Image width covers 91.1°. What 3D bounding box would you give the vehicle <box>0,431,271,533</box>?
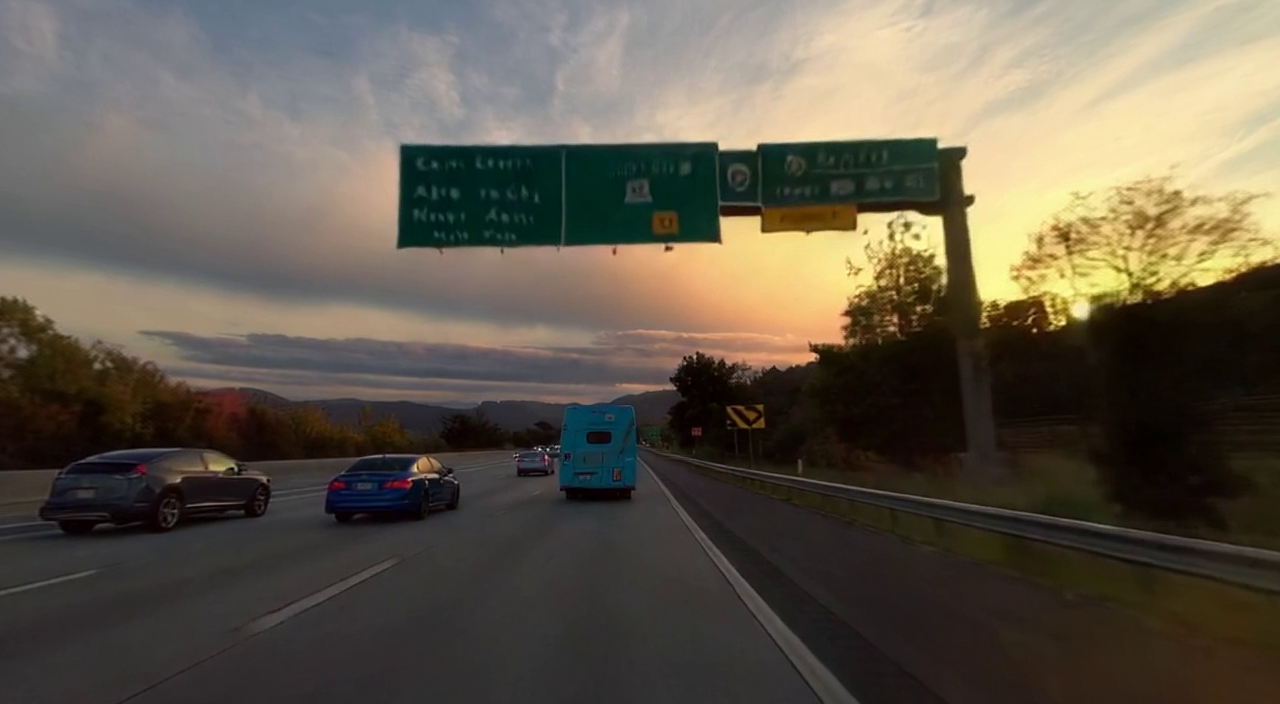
[{"bbox_3d":[-9.558,2.430,12.339,2.010,1.621,4.252,0,-9,0],"label":"vehicle"}]

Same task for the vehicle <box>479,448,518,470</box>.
[{"bbox_3d":[-10.100,7.653,45.126,1.886,1.462,4.084,0,-9,-1],"label":"vehicle"}]

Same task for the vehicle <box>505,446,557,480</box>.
[{"bbox_3d":[-5.085,5.241,29.834,1.872,1.480,3.545,0,-9,-1],"label":"vehicle"}]

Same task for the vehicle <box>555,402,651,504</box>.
[{"bbox_3d":[-0.961,2.946,18.562,2.394,2.556,5.232,0,-9,-1],"label":"vehicle"}]

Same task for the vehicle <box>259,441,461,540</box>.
[{"bbox_3d":[-4.762,2.383,11.464,1.876,1.438,4.072,0,-9,-1],"label":"vehicle"}]
